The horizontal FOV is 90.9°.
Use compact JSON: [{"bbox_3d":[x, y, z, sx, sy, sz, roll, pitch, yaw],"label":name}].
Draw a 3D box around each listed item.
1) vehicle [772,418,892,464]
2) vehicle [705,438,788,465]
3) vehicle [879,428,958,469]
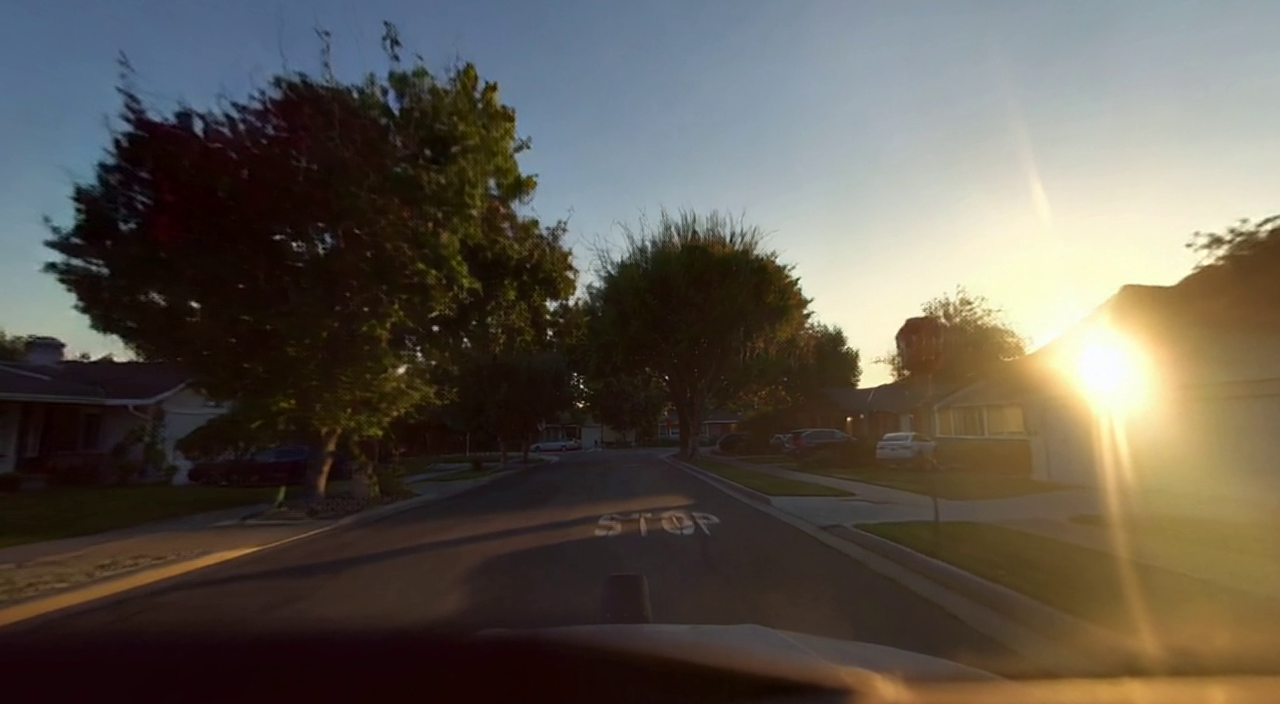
[{"bbox_3d":[9.638,4.493,31.909,5.239,1.933,2.131,-3,-7,-2],"label":"vehicle"},{"bbox_3d":[5.803,5.477,34.733,4.229,1.402,1.811,0,-9,0],"label":"vehicle"},{"bbox_3d":[11.527,3.944,25.920,2.004,1.511,4.494,-6,-10,35],"label":"vehicle"}]
